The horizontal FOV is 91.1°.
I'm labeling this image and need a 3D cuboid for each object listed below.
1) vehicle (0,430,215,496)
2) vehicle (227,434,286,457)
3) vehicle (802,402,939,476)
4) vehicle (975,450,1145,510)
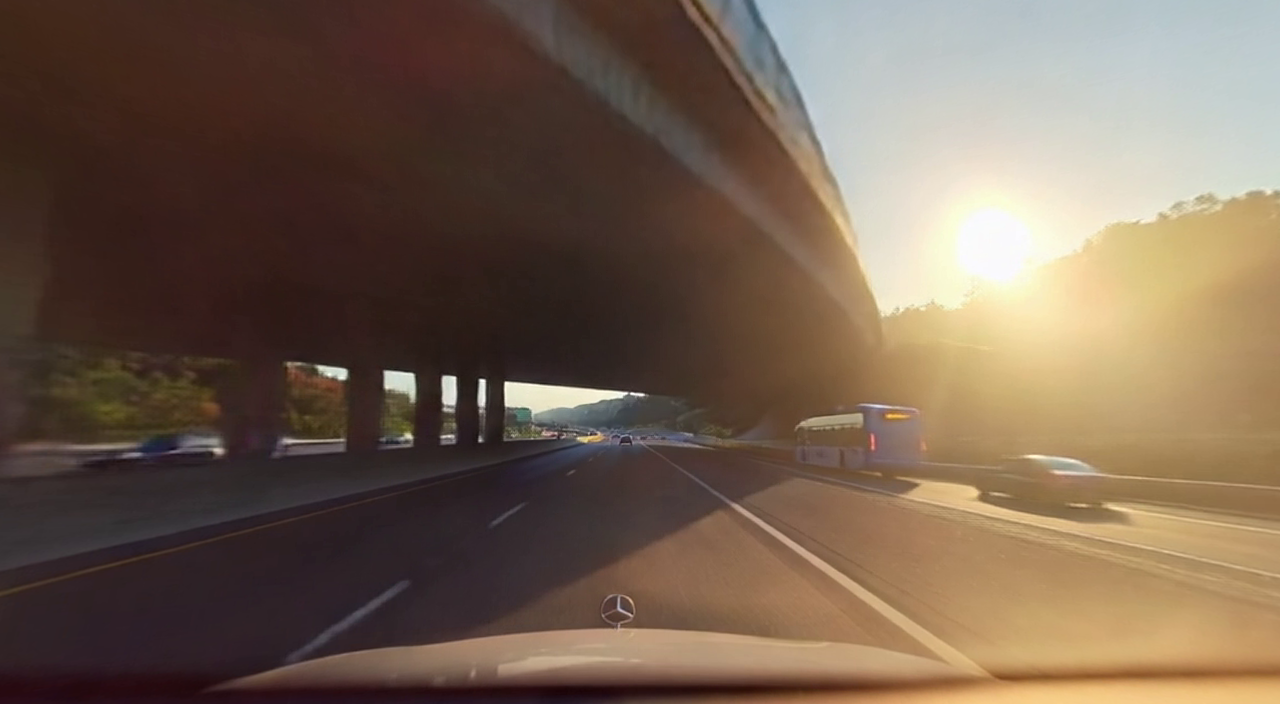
[{"bbox_3d":[-13.403,2.778,16.272,1.838,1.446,4.375,1,-8,-2],"label":"vehicle"},{"bbox_3d":[-25.458,6.229,41.855,1.718,1.441,3.526,0,-8,-1],"label":"vehicle"},{"bbox_3d":[11.826,4.676,34.048,3.009,3.265,12.098,0,-8,1],"label":"vehicle"},{"bbox_3d":[11.433,3.474,17.561,1.866,1.359,4.218,0,-8,0],"label":"vehicle"}]
